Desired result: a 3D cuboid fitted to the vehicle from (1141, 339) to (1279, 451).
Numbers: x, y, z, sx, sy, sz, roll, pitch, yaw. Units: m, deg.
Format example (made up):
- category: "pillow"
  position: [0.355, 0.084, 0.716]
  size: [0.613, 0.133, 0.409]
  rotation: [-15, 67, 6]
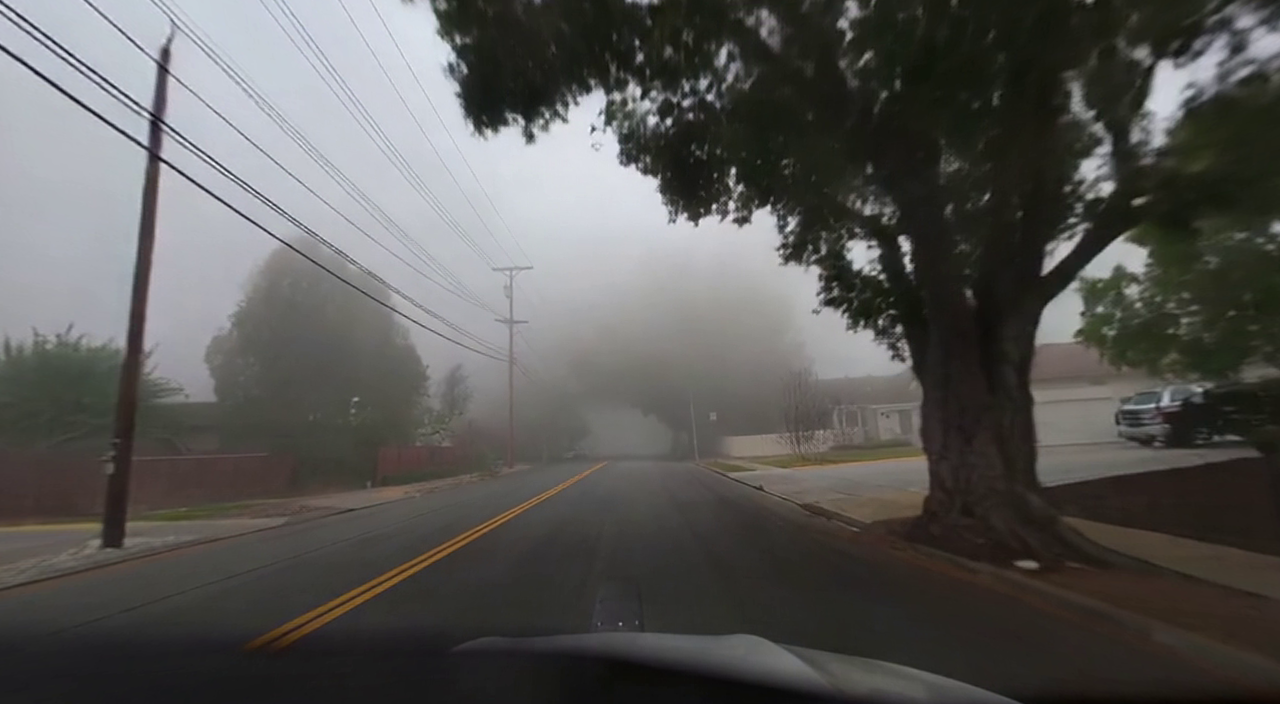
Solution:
- category: "vehicle"
  position: [21.436, 1.614, 21.807]
  size: [2.918, 3.393, 7.033]
  rotation: [-3, -9, 7]
